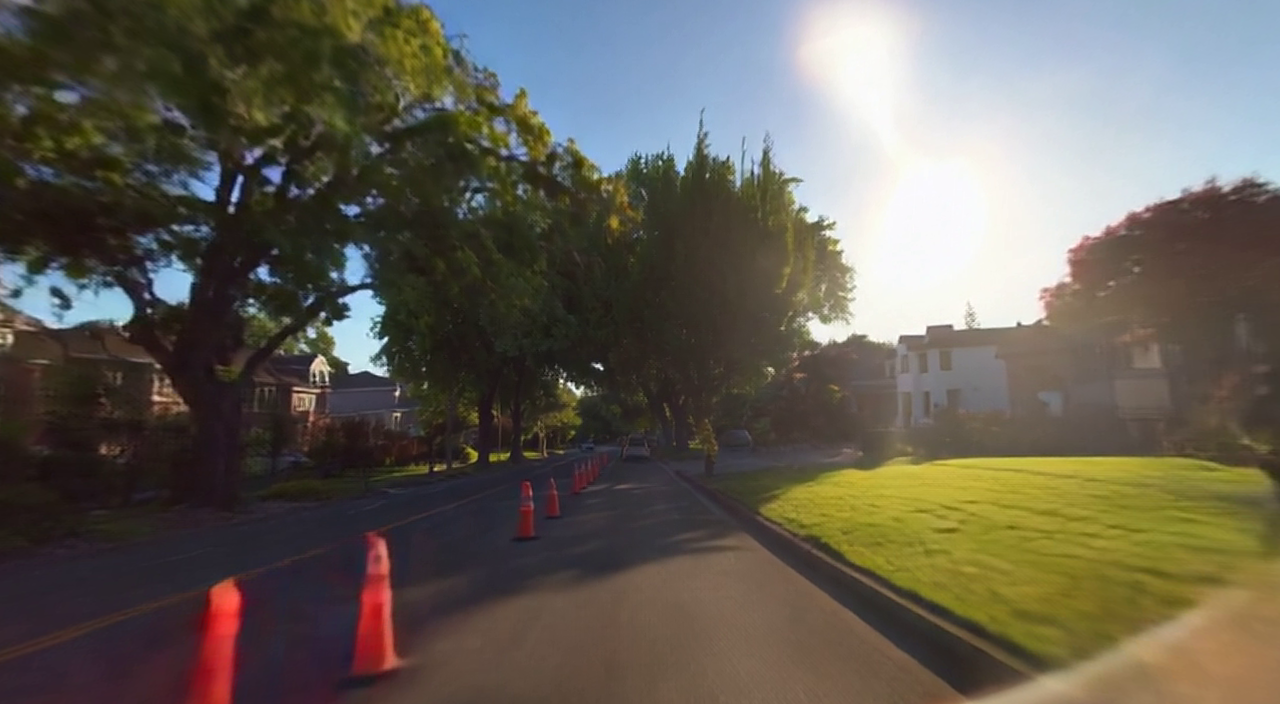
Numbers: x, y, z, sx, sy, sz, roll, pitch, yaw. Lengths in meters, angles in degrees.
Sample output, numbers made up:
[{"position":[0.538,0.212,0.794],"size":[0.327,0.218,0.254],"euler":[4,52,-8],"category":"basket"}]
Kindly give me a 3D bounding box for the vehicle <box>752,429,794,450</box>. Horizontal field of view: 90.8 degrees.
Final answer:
[{"position":[10.180,6.748,48.568],"size":[1.698,1.548,2.969],"euler":[3,-9,-23],"category":"vehicle"}]

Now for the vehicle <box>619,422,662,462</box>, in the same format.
[{"position":[-0.063,4.996,34.998],"size":[2.169,2.015,5.206],"euler":[0,-8,-2],"category":"vehicle"}]
